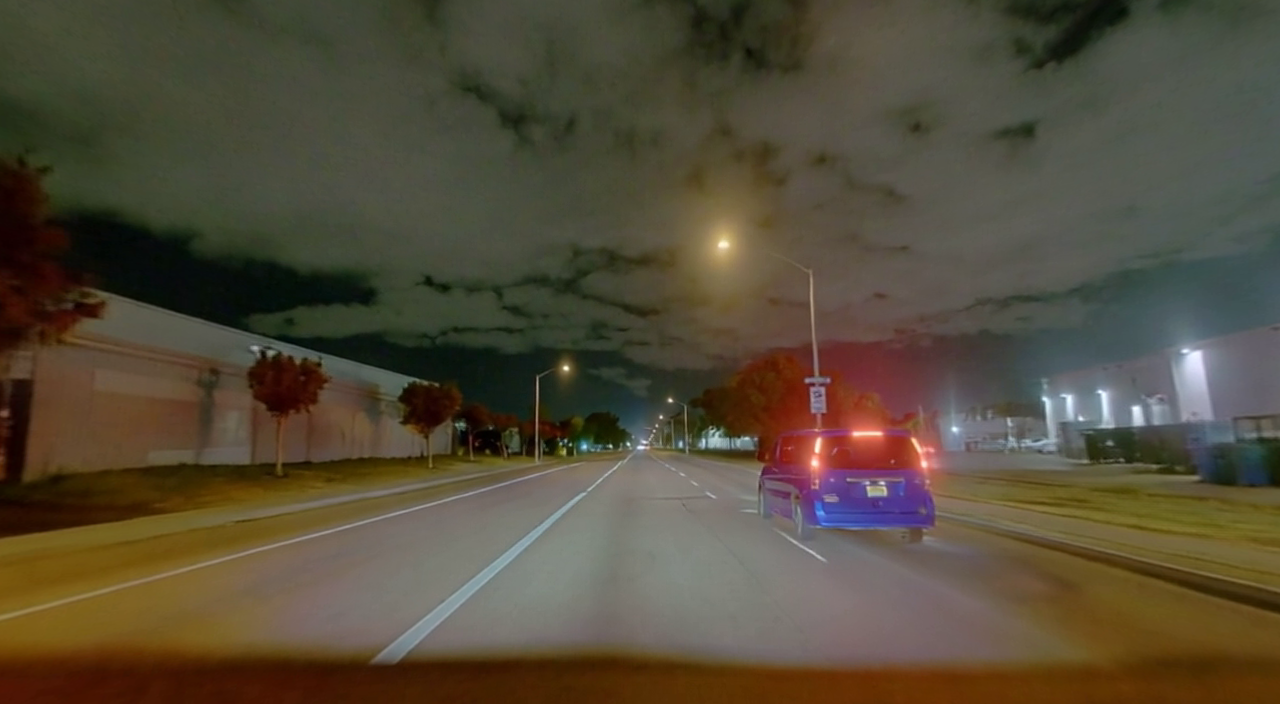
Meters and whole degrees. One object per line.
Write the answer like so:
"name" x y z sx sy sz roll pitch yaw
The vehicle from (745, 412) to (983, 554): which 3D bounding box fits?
"vehicle" 3.315 2.060 10.649 2.202 1.822 4.826 0 -8 -1
